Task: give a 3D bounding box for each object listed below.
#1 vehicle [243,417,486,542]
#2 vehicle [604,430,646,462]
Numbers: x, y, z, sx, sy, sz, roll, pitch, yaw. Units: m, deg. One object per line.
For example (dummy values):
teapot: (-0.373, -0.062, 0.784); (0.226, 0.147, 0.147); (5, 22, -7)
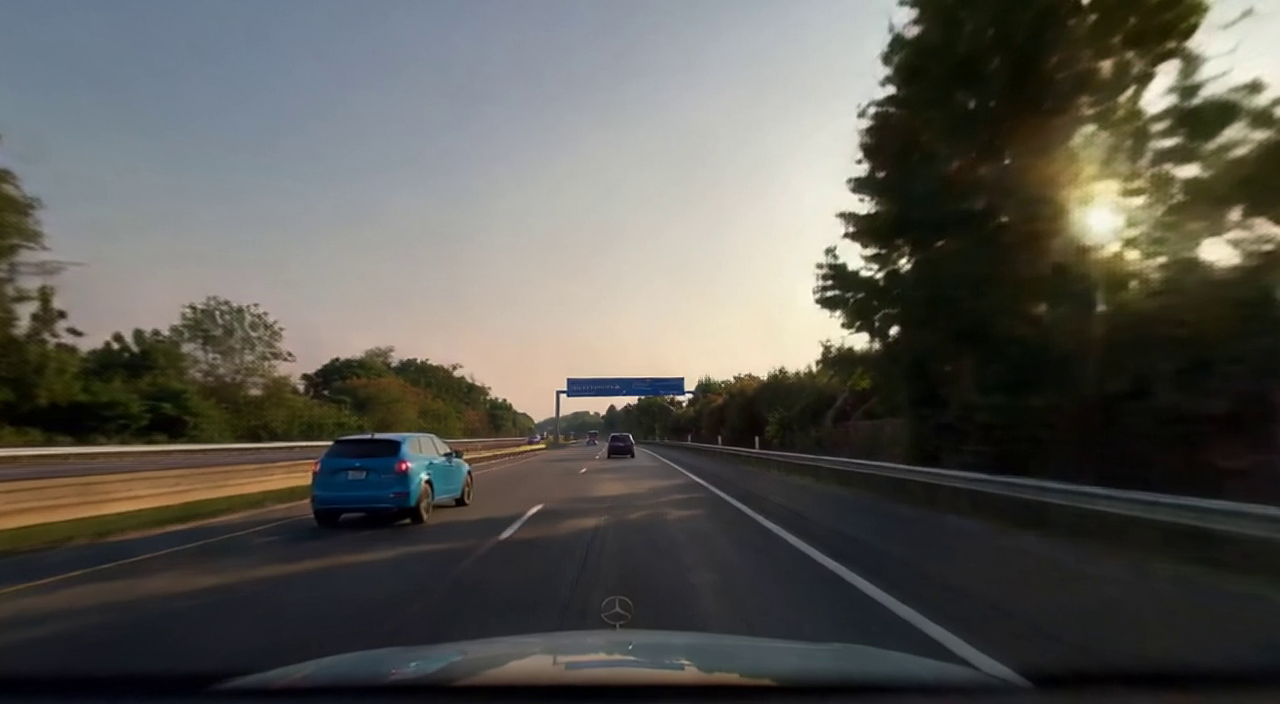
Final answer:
vehicle: (-3.909, 1.856, 9.925); (1.975, 1.518, 4.242); (0, -8, -1)
vehicle: (-0.809, 5.061, 34.078); (2.162, 1.616, 4.242); (0, -8, -2)
